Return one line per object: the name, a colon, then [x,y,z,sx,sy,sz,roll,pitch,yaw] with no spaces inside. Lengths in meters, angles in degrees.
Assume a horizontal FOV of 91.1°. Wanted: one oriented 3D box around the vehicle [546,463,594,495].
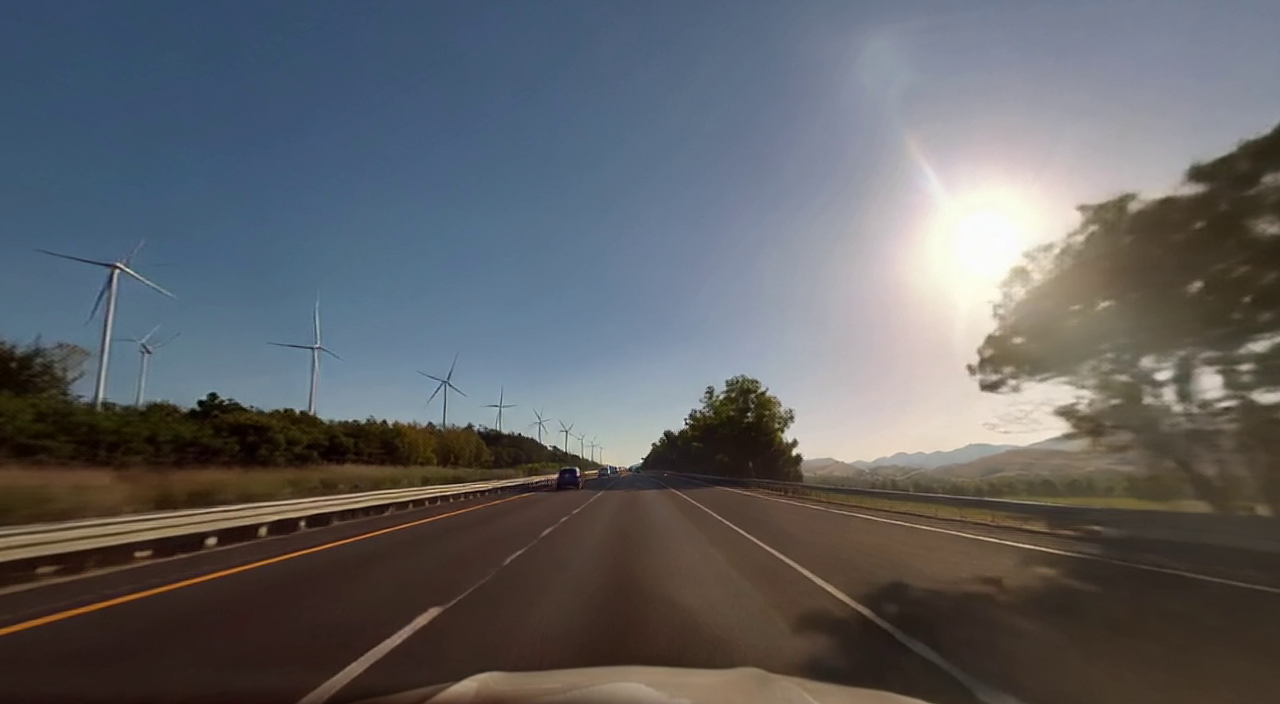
vehicle: [-3.557,6.557,32.605,2.001,1.486,4.104,1,-10,0]
